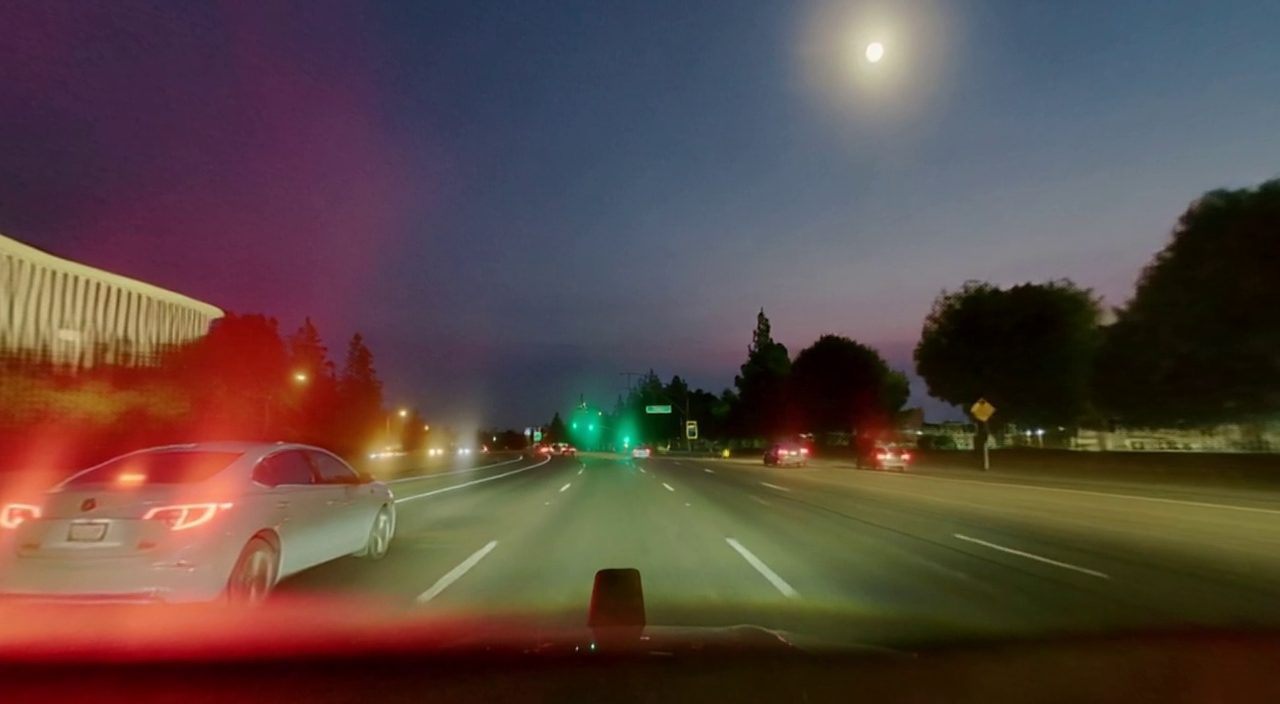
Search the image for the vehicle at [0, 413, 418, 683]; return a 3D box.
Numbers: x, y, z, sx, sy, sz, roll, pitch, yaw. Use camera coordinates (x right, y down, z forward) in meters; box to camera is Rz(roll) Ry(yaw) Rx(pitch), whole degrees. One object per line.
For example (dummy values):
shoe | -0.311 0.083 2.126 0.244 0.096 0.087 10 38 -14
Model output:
vehicle | -3.802 1.400 5.732 2.018 1.476 4.364 0 -8 -1
